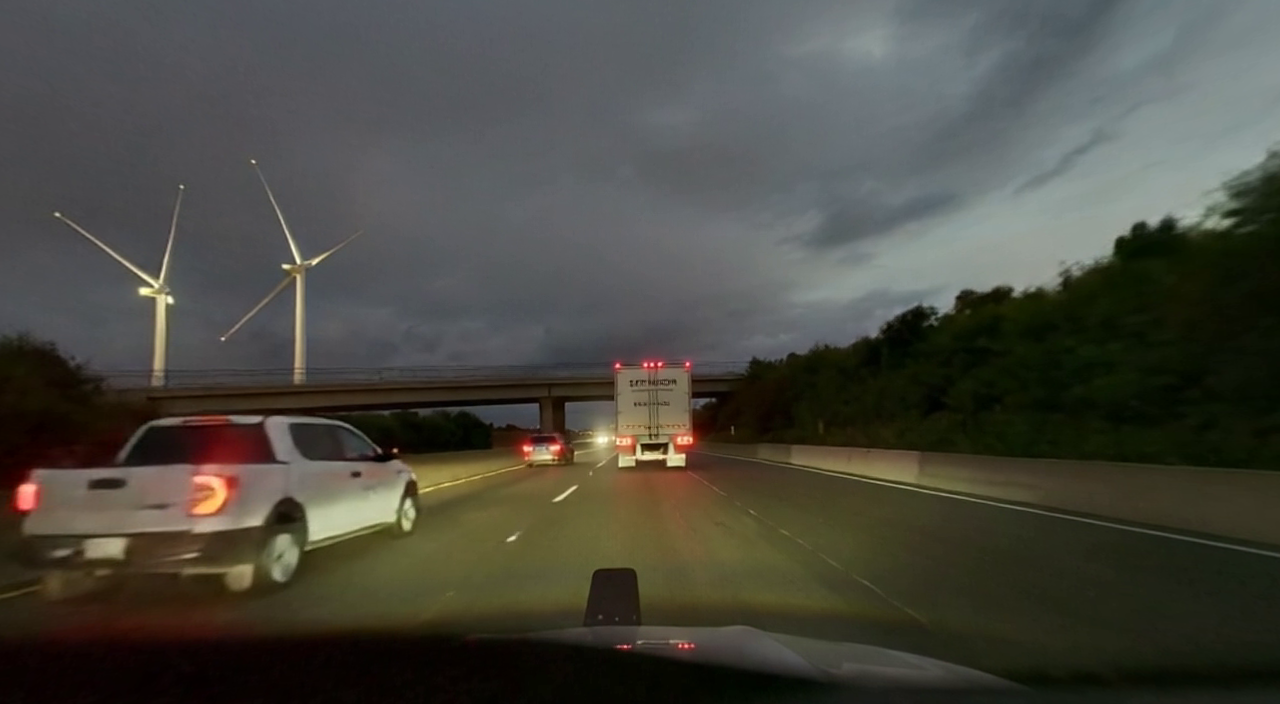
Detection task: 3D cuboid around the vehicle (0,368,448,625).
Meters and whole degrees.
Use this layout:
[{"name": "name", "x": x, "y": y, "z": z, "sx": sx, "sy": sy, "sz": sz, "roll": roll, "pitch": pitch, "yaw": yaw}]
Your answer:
[{"name": "vehicle", "x": -3.938, "y": 1.319, "z": 6.812, "sx": 2.283, "sy": 1.814, "sz": 4.568, "roll": 0, "pitch": -8, "yaw": 0}]

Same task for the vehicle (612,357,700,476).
[{"name": "vehicle", "x": 0.508, "y": 2.991, "z": 27.516, "sx": 2.906, "sy": 3.990, "sz": 12.551, "roll": 0, "pitch": -8, "yaw": 0}]

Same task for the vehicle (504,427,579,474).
[{"name": "vehicle", "x": -3.807, "y": 3.893, "z": 25.258, "sx": 2.167, "sy": 1.686, "sz": 4.946, "roll": 0, "pitch": -8, "yaw": 1}]
